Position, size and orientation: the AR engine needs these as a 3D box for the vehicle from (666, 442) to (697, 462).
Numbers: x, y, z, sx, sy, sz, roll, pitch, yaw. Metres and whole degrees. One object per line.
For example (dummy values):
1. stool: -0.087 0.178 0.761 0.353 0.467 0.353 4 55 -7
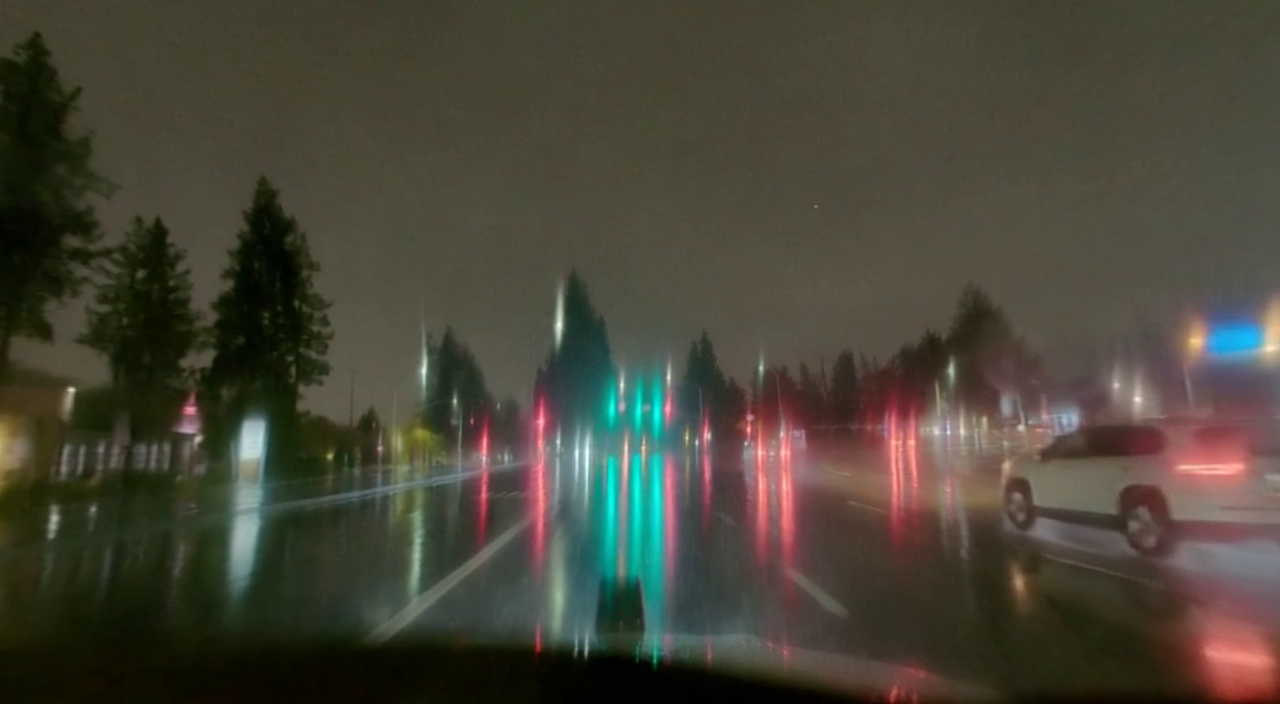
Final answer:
1. vehicle: 3.150 7.616 48.377 2.029 1.442 4.054 0 -8 -1

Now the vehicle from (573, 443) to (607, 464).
1. vehicle: -3.543 7.231 45.263 2.049 1.449 4.213 0 -8 0

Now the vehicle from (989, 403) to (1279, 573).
1. vehicle: 6.756 1.638 8.351 1.950 1.668 4.053 0 -8 0
